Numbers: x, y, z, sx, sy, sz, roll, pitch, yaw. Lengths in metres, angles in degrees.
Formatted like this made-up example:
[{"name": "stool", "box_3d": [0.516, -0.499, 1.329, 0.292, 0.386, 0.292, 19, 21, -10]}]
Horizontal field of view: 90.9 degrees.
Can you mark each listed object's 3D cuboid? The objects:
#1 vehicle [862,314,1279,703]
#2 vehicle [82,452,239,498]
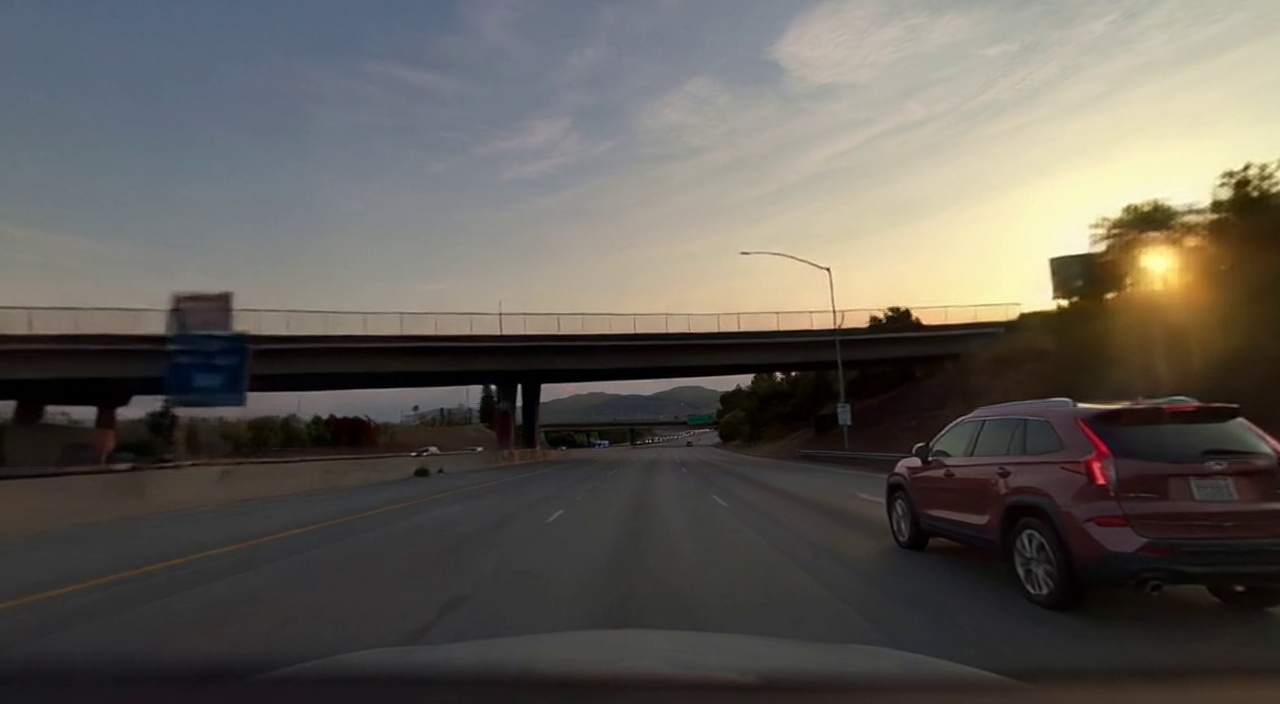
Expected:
[{"name": "vehicle", "box_3d": [3.466, 1.034, 4.645, 2.019, 1.732, 4.579, 0, -8, 1]}, {"name": "vehicle", "box_3d": [-17.565, 4.487, 23.467, 1.979, 1.476, 4.794, -1, -8, 2]}]
